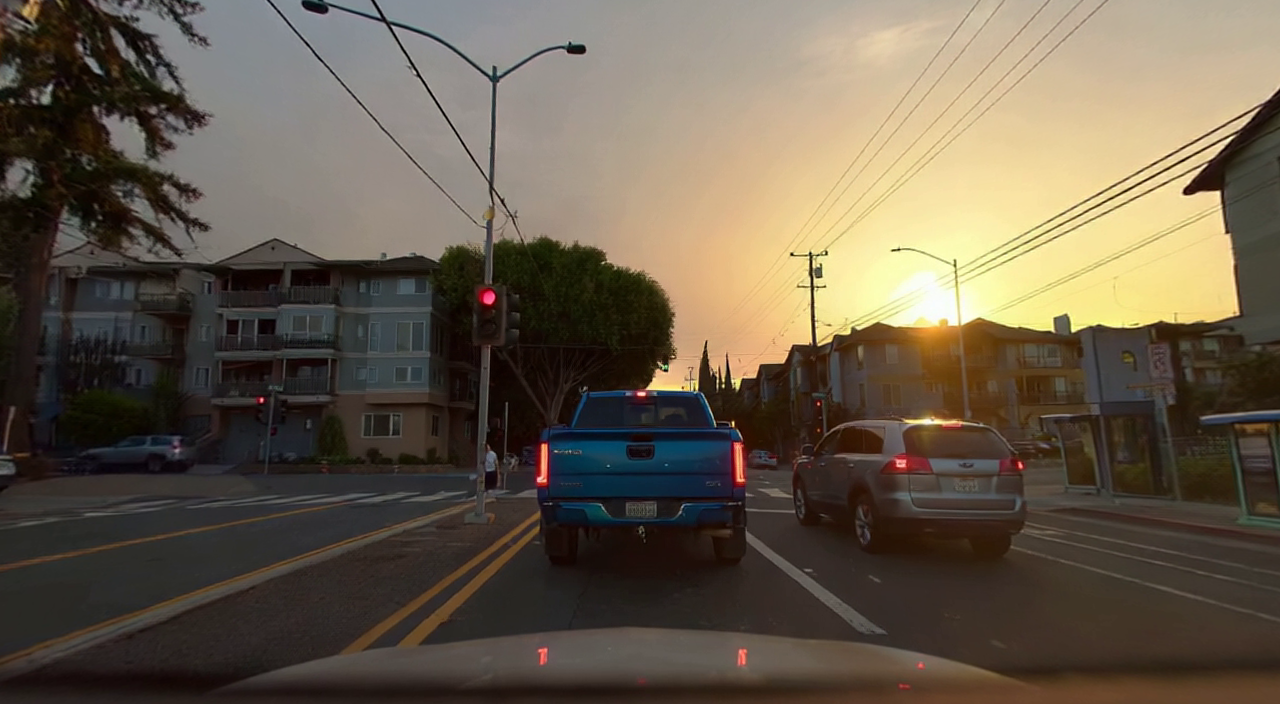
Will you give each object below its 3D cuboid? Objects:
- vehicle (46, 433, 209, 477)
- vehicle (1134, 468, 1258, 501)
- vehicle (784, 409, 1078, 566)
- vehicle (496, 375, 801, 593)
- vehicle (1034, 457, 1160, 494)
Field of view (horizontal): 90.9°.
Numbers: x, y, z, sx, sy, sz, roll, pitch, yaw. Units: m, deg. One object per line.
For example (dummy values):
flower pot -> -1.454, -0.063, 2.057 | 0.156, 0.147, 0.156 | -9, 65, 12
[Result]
vehicle -> -21.460, 4.331, 26.546 | 5.043, 1.766, 1.980 | 0, -9, -1
vehicle -> 26.384, 6.284, 29.999 | 4.071, 1.388, 1.884 | 0, -8, 1
vehicle -> 3.845, 1.887, 9.579 | 2.131, 1.759, 4.762 | 0, -8, -1
vehicle -> 0.106, 1.559, 8.300 | 2.738, 1.959, 5.070 | 0, -8, 1
vehicle -> 21.791, 5.893, 30.177 | 4.498, 1.618, 1.843 | 0, -8, 0
